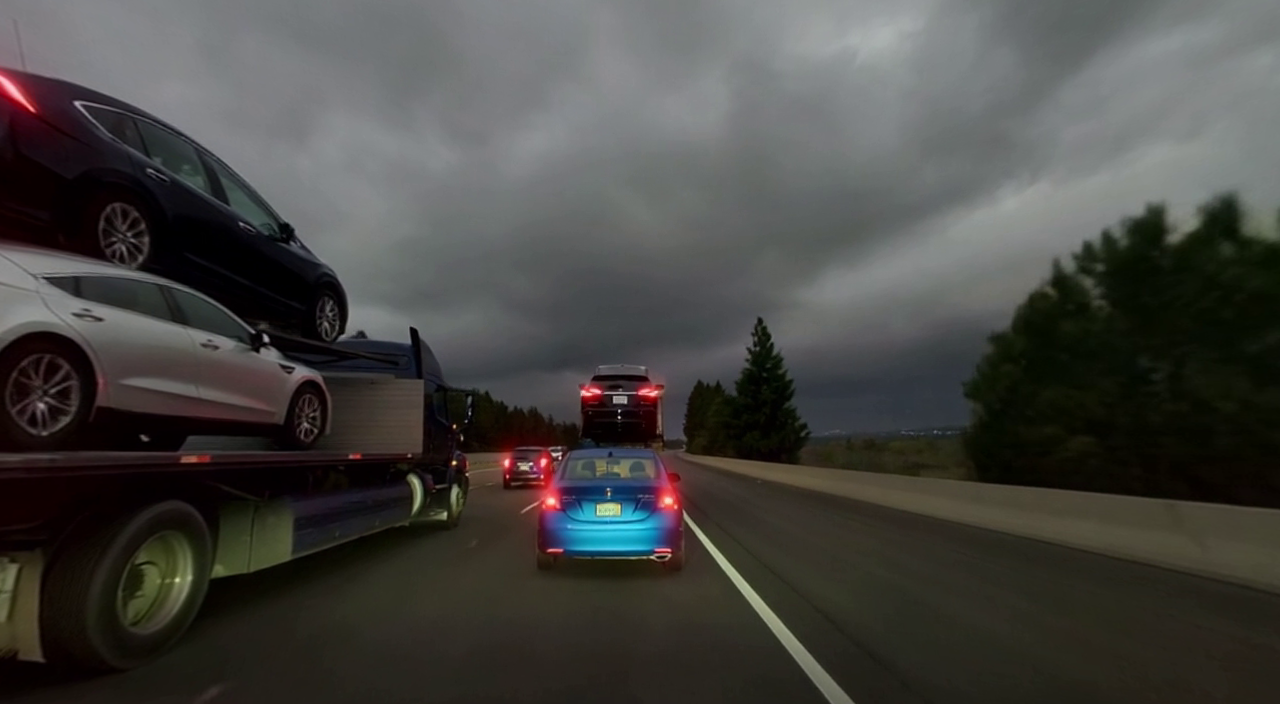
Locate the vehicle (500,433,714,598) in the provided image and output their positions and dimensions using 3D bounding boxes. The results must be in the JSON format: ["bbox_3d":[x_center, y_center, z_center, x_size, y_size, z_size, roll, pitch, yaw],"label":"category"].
[{"bbox_3d":[-0.328,1.793,7.657,1.991,1.507,3.391,0,-9,-1],"label":"vehicle"}]

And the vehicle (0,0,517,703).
[{"bbox_3d":[-4.631,0.748,9.307,2.836,4.059,14.286,0,-9,0],"label":"vehicle"}]
